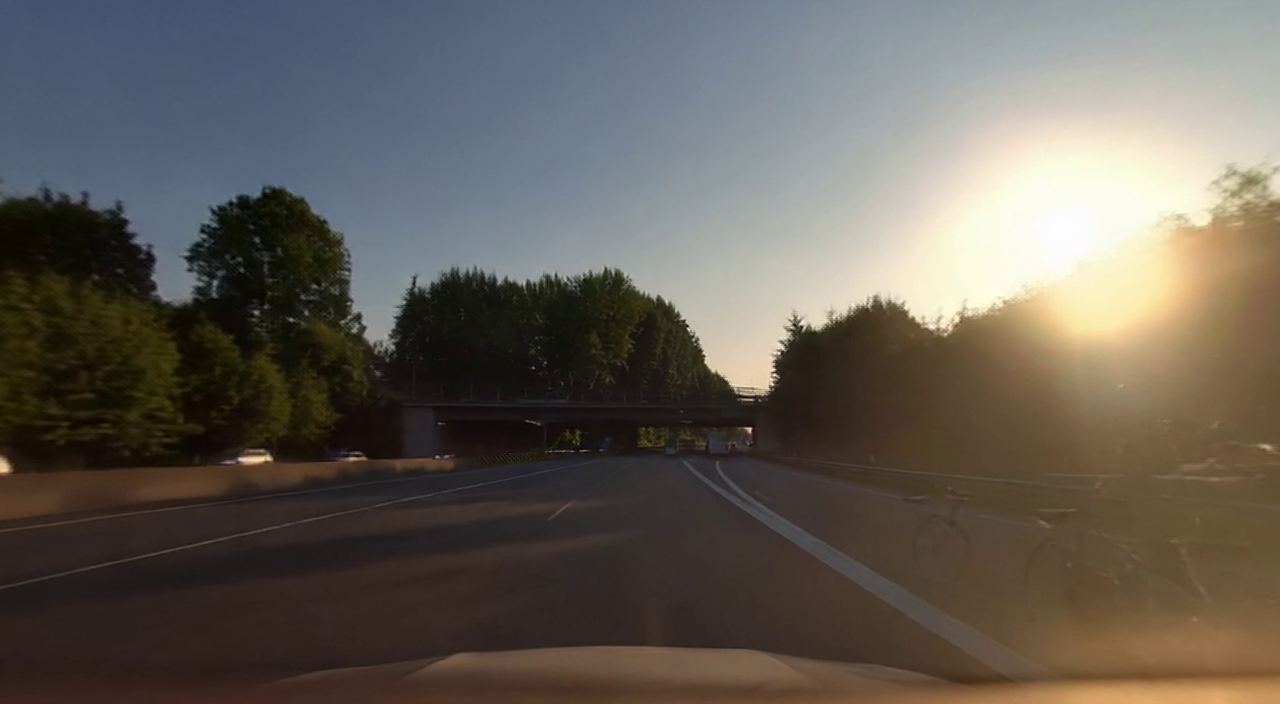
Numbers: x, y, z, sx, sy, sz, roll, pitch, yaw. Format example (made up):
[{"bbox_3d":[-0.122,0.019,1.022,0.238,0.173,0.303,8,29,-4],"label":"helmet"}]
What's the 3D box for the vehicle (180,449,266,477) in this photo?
[{"bbox_3d":[-26.067,6.948,39.618,2.199,1.649,4.525,0,-9,1],"label":"vehicle"}]
